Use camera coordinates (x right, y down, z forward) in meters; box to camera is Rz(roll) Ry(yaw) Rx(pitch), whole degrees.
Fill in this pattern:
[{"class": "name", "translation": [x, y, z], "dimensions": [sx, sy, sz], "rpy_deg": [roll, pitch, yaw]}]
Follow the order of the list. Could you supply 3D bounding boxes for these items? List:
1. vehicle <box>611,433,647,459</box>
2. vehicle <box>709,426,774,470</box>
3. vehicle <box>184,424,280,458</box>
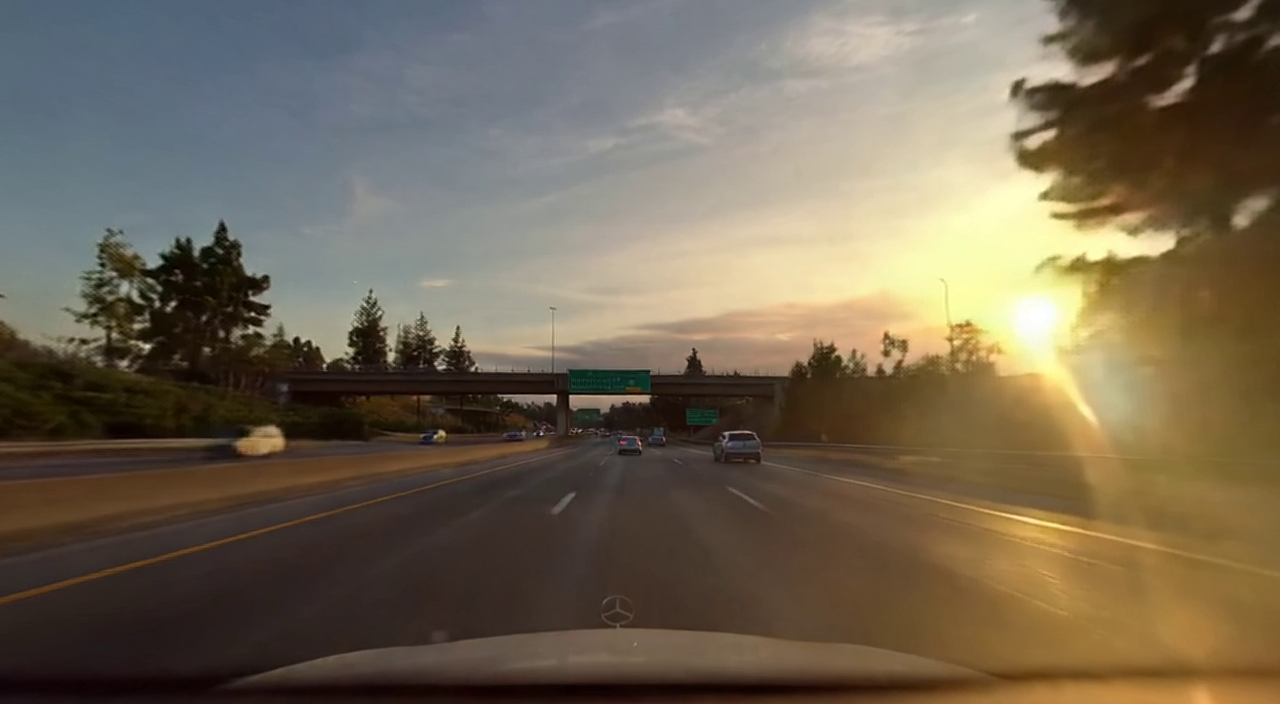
[{"class": "vehicle", "translation": [-0.685, 5.472, 36.789], "dimensions": [1.987, 1.440, 3.565], "rpy_deg": [0, -8, -2]}, {"class": "vehicle", "translation": [3.962, 3.814, 25.244], "dimensions": [1.892, 1.600, 3.782], "rpy_deg": [0, -8, -2]}, {"class": "vehicle", "translation": [-21.175, 4.635, 32.993], "dimensions": [1.992, 1.646, 4.656], "rpy_deg": [0, -8, -1]}]
